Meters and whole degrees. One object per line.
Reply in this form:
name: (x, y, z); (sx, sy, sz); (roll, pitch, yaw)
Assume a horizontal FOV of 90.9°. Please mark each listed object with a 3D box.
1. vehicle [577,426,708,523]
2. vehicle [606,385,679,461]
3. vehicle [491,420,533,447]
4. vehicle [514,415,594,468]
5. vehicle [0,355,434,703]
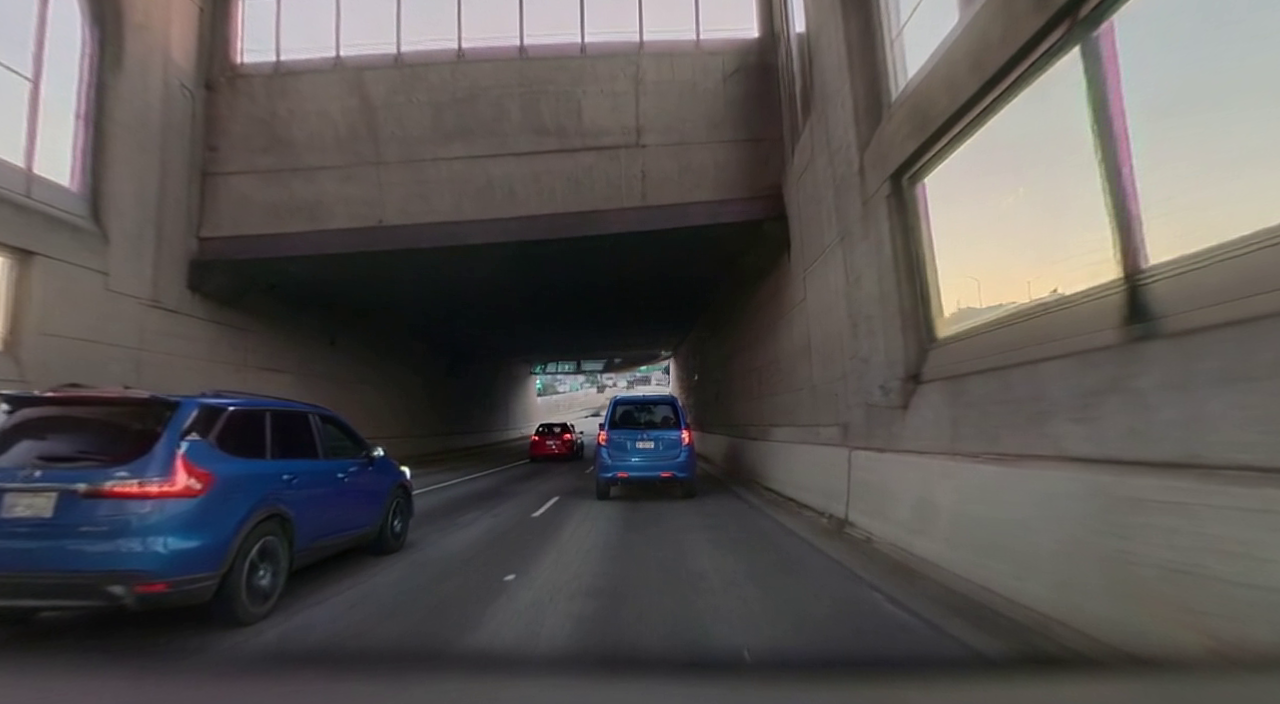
vehicle: (-0.003, 2.203, 11.863); (2.020, 1.478, 4.092); (0, -8, -1)
vehicle: (0.115, 3.579, 30.456); (2.948, 3.096, 9.492); (0, -8, 0)
vehicle: (-8.917, 5.724, 44.138); (2.079, 1.766, 4.079); (0, -8, 0)
vehicle: (-3.386, 3.751, 26.285); (2.329, 1.948, 5.800); (-1, -8, 2)
vehicle: (-3.581, 1.227, 5.439); (2.017, 1.761, 4.572); (0, -8, 1)
